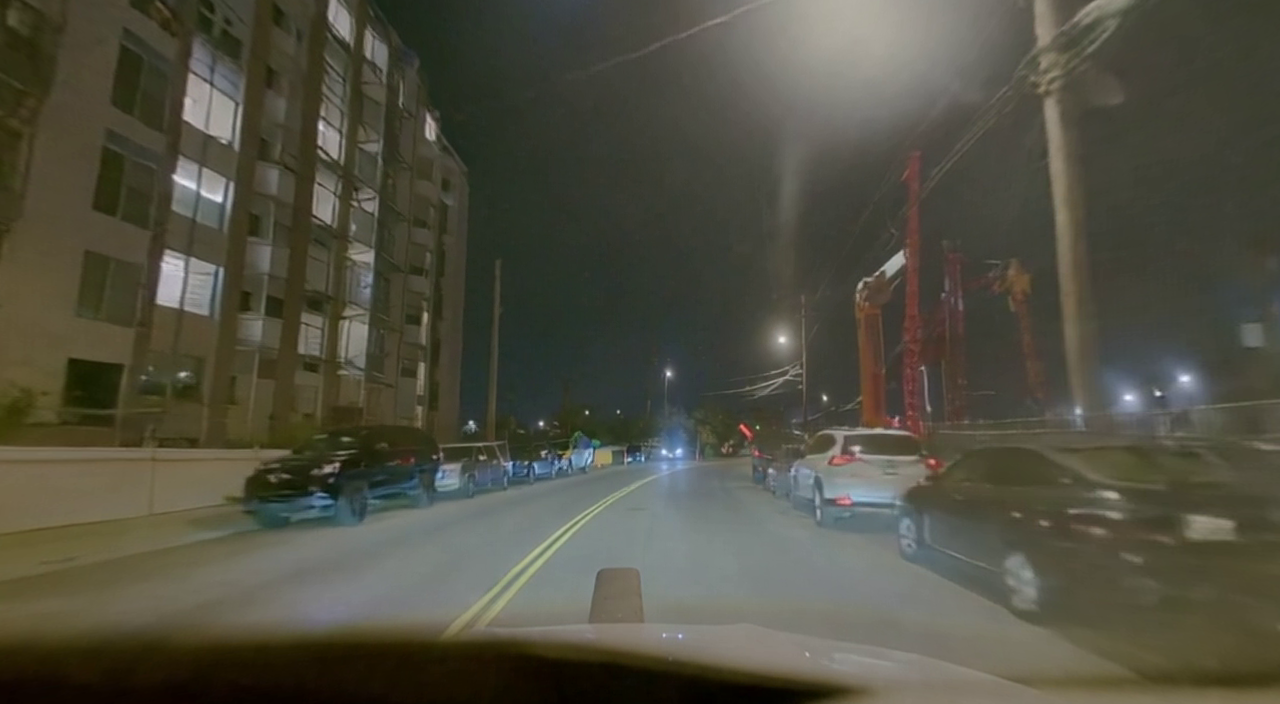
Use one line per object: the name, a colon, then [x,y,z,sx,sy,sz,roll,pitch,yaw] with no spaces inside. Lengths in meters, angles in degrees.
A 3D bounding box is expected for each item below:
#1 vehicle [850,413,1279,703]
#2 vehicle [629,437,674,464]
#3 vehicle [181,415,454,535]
vehicle: [3.541,1.422,5.381,2.013,1.566,4.573,0,-8,1]
vehicle: [0.911,7.417,47.553,1.953,1.871,4.712,-3,-9,20]
vehicle: [-5.929,2.351,12.785,2.194,1.861,5.725,-1,-8,4]
